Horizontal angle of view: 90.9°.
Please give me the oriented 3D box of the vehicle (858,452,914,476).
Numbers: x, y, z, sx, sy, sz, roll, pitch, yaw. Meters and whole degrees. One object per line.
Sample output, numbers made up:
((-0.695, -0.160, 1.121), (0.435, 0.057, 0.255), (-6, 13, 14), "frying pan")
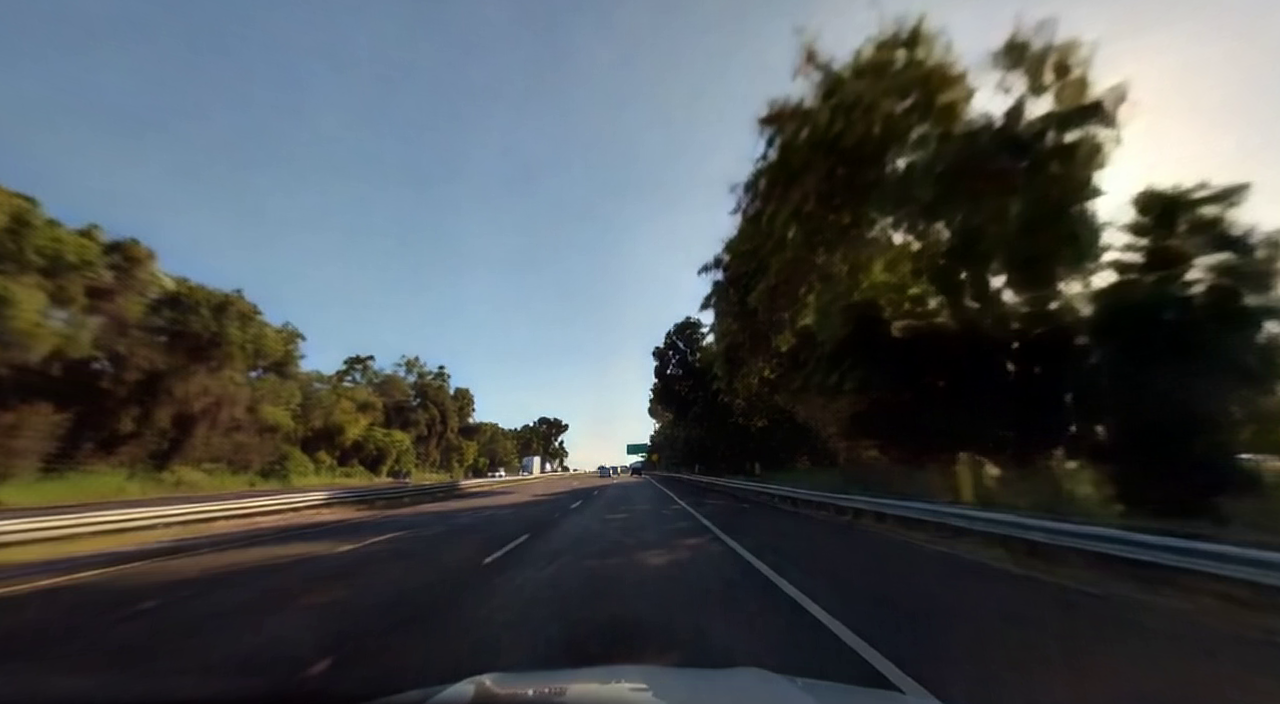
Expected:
((16.823, 7.731, 43.363), (1.973, 1.540, 3.978), (2, -11, -5), "vehicle")

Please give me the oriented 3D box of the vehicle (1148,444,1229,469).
((34.420, 6.576, 39.548), (3.754, 1.470, 1.803), (3, -11, -12), "vehicle")
